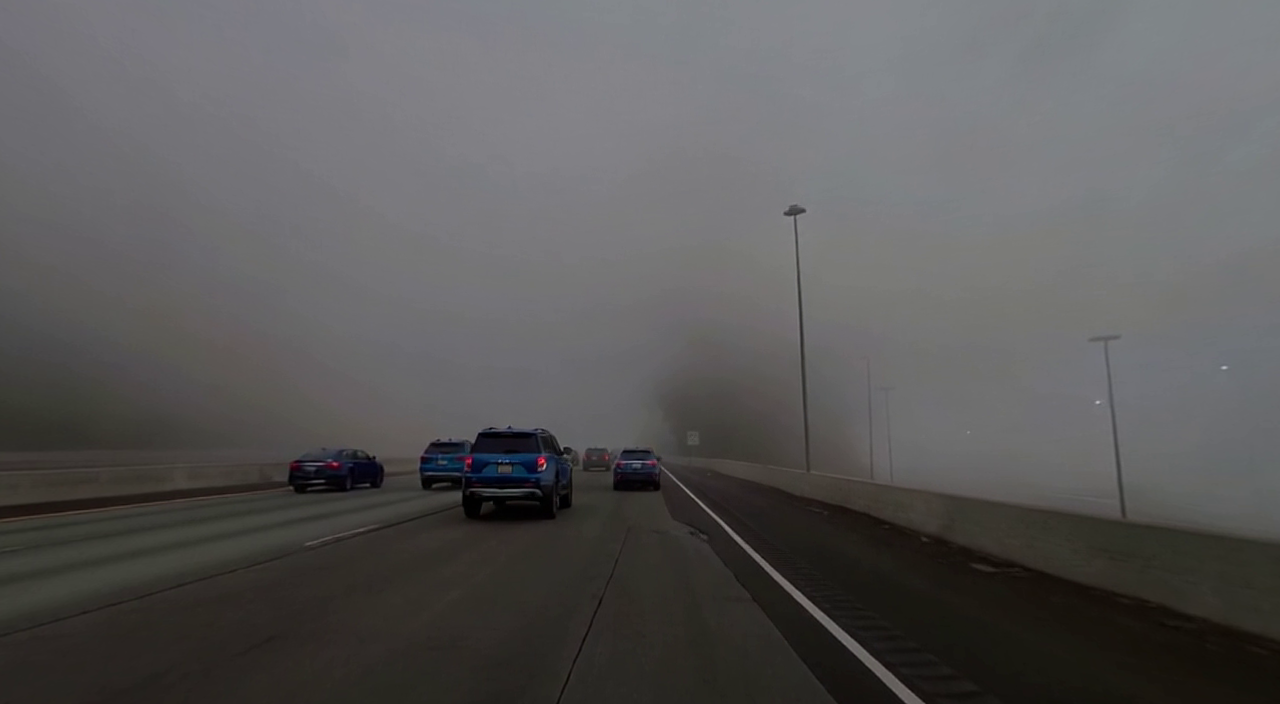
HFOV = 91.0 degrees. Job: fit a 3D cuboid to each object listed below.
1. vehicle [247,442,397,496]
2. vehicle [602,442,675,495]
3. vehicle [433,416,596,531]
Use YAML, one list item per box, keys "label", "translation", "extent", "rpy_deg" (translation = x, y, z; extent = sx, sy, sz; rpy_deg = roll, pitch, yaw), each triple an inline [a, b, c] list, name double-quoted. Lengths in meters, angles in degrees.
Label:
- label: "vehicle"
  translation: [-9.605, 3.556, 19.574]
  extent: [2.126, 1.480, 4.589]
  rpy_deg: [0, -9, 2]
- label: "vehicle"
  translation: [-0.020, 3.656, 20.071]
  extent: [2.068, 1.488, 4.045]
  rpy_deg: [0, -9, 1]
- label: "vehicle"
  translation: [-2.130, 2.227, 12.037]
  extent: [2.123, 1.798, 4.108]
  rpy_deg: [0, -9, 2]
